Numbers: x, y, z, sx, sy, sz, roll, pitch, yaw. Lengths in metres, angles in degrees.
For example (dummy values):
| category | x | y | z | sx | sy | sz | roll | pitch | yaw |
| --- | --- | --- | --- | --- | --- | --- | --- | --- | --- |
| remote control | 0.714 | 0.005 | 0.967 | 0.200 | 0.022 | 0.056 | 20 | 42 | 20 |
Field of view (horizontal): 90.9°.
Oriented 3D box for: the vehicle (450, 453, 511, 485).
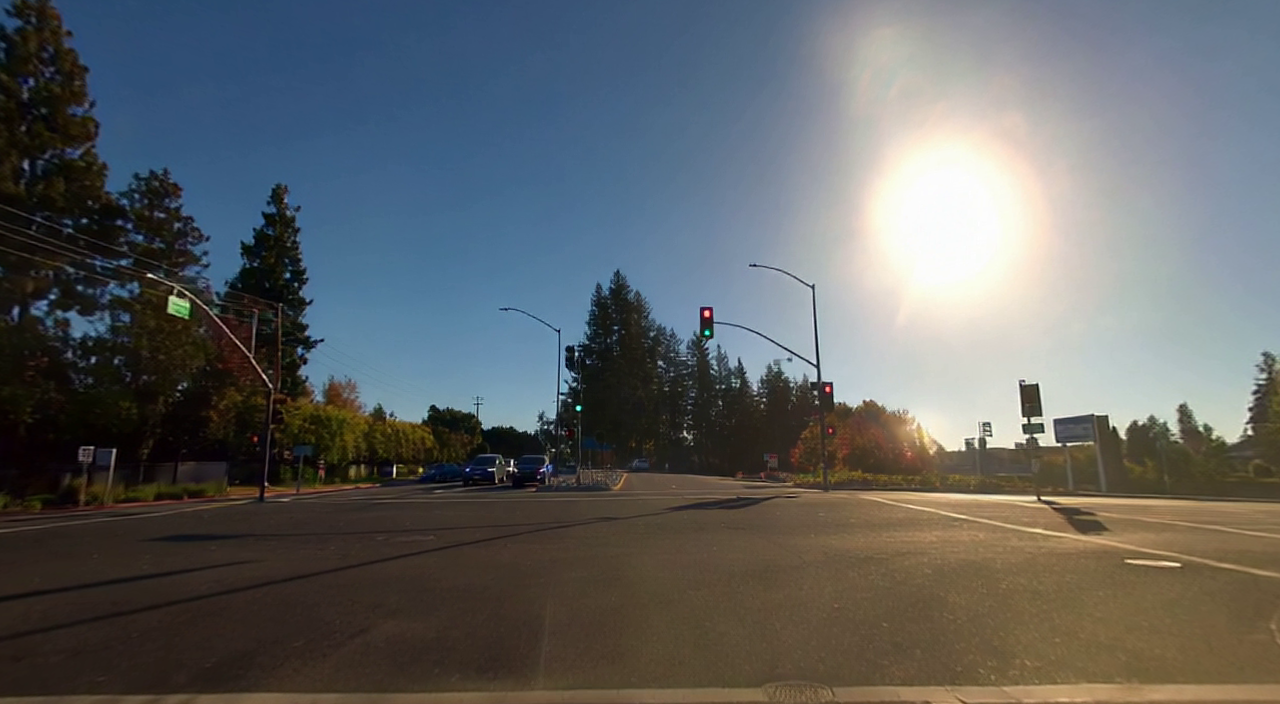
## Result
| category | x | y | z | sx | sy | sz | roll | pitch | yaw |
| --- | --- | --- | --- | --- | --- | --- | --- | --- | --- |
| vehicle | -8.041 | 5.913 | 32.178 | 1.960 | 1.433 | 4.213 | 0 | -8 | 1 |

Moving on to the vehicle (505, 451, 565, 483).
| category | x | y | z | sx | sy | sz | roll | pitch | yaw |
| --- | --- | --- | --- | --- | --- | --- | --- | --- | --- |
| vehicle | -5.243 | 5.804 | 32.156 | 2.107 | 1.456 | 4.728 | 0 | -8 | 2 |
